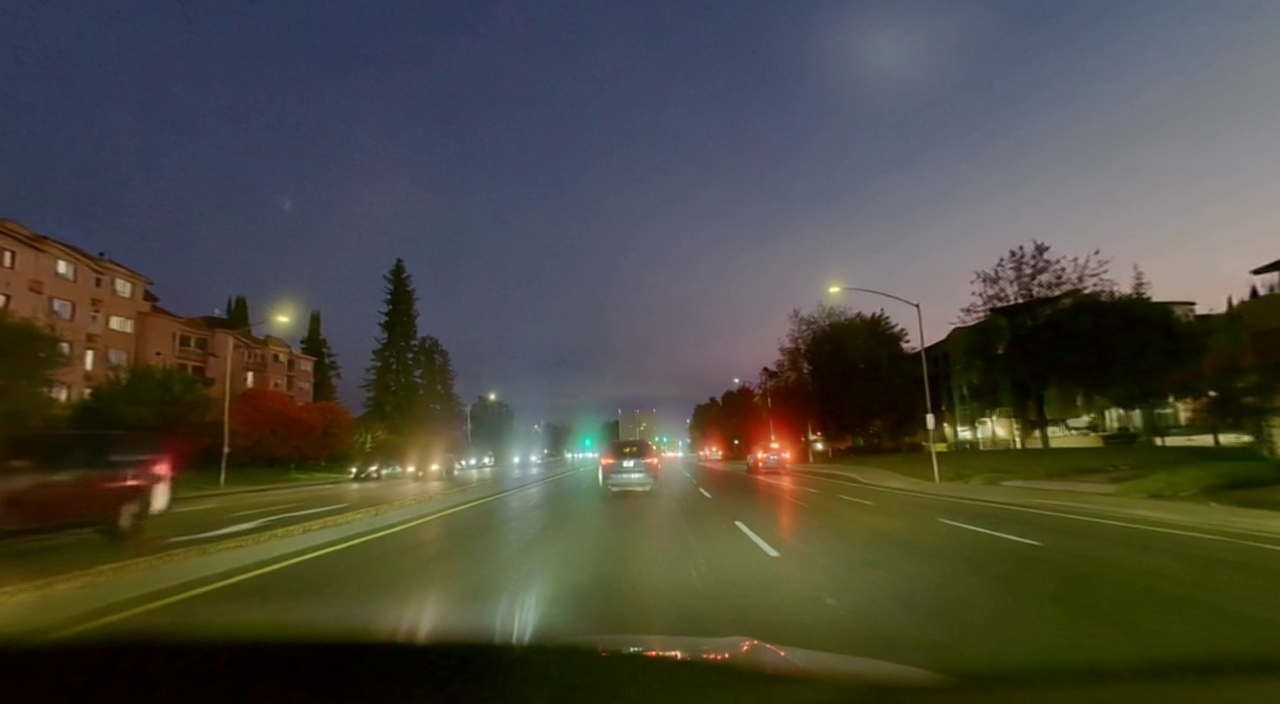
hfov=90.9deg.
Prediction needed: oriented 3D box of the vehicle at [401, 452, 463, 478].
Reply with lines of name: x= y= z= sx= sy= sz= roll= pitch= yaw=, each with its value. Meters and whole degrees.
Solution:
vehicle: x=-13.141 y=7.148 z=40.169 sx=2.198 sy=1.550 sz=4.824 roll=-1 pitch=-9 yaw=2

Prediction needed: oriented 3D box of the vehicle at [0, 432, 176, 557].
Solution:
vehicle: x=-10.933 y=2.232 z=9.942 sx=2.238 sy=1.906 sz=6.264 roll=-1 pitch=-9 yaw=2

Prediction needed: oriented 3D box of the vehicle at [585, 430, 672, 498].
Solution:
vehicle: x=-0.312 y=3.373 z=19.360 sx=2.332 sy=1.798 sz=4.546 roll=0 pitch=-9 yaw=0

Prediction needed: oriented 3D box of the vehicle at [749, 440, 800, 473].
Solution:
vehicle: x=7.522 y=5.899 z=35.643 sx=1.971 sy=1.722 sz=4.341 roll=0 pitch=-9 yaw=1

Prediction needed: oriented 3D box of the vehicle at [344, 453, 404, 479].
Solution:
vehicle: x=-20.411 y=8.765 z=48.639 sx=2.056 sy=1.822 sz=5.400 roll=-1 pitch=-9 yaw=3
